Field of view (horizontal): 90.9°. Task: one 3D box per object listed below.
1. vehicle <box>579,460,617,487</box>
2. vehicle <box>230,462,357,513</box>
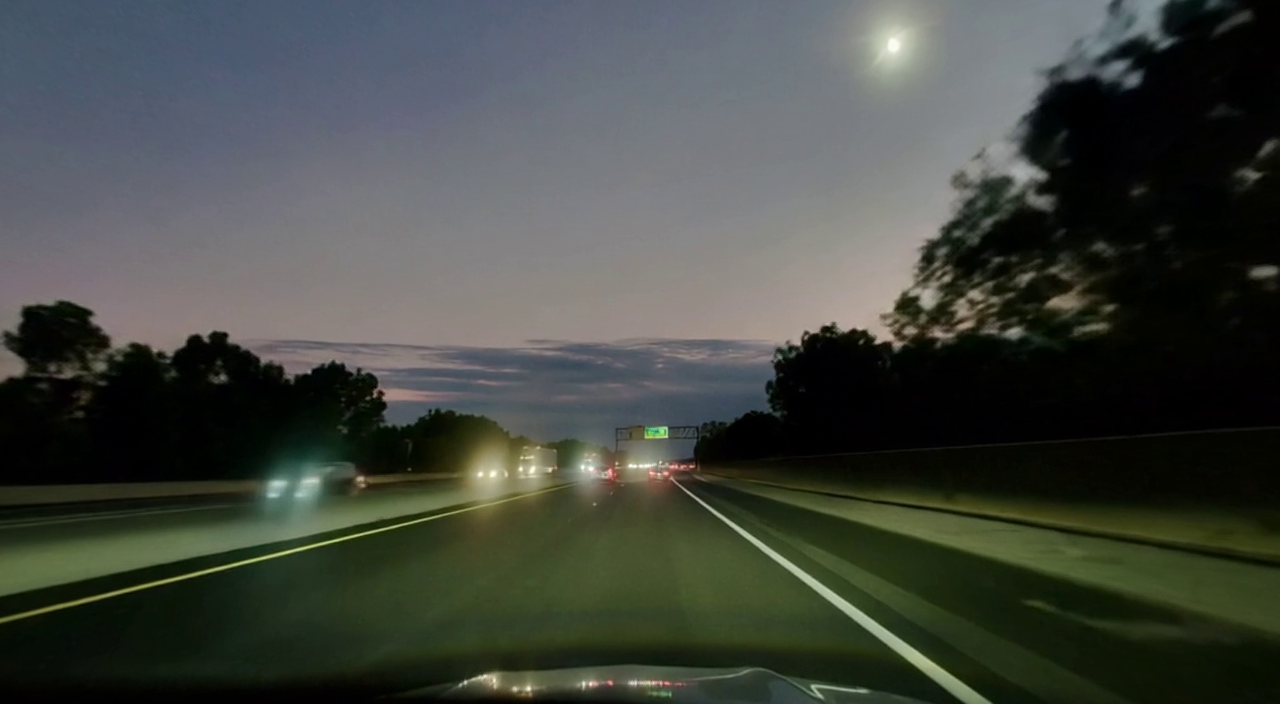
[{"bbox_3d":[-2.863,8.489,44.112,2.160,1.721,4.368,0,-10,3],"label":"vehicle"},{"bbox_3d":[-12.652,4.957,23.423,1.984,1.649,4.572,1,-10,1],"label":"vehicle"}]
